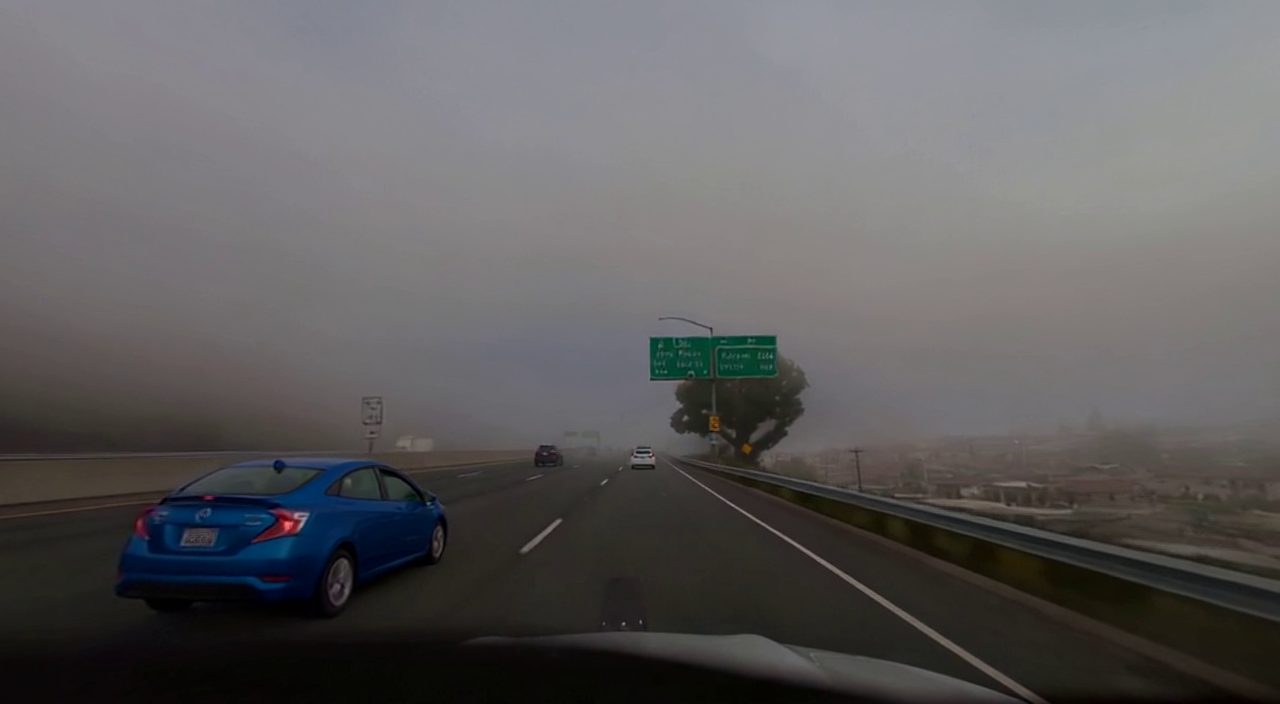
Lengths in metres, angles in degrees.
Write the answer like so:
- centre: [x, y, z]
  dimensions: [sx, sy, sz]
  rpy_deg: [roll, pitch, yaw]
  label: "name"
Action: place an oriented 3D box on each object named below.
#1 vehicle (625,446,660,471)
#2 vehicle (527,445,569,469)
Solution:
- centre: [0.166, 6.476, 38.538]
  dimensions: [2.051, 1.443, 3.770]
  rpy_deg: [0, -8, 0]
  label: "vehicle"
- centre: [-6.173, 7.061, 42.755]
  dimensions: [2.075, 1.528, 4.327]
  rpy_deg: [0, -8, 1]
  label: "vehicle"
